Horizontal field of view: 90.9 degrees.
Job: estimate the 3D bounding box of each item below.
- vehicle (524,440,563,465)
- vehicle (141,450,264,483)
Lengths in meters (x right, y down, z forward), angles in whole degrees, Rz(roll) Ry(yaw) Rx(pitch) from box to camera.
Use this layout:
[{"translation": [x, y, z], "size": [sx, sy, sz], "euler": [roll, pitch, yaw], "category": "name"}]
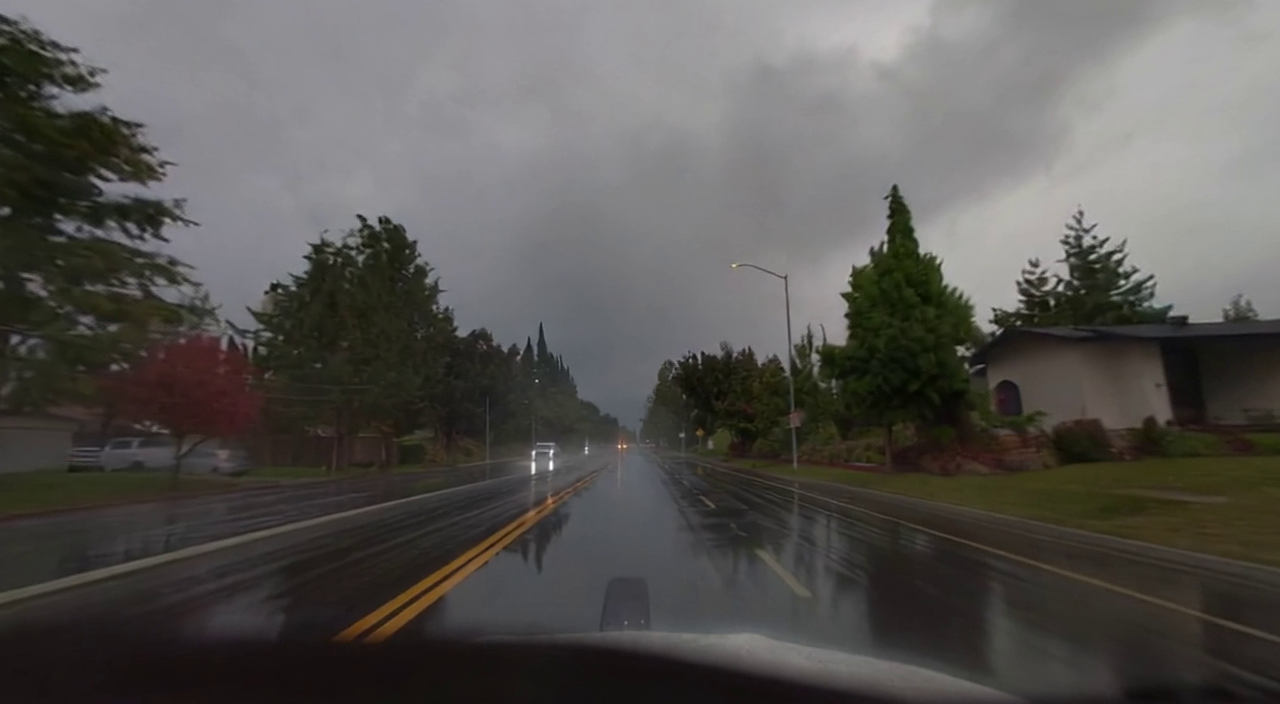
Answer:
[{"translation": [-7.190, 7.590, 47.599], "size": [2.146, 1.749, 4.534], "euler": [0, -8, 1], "category": "vehicle"}, {"translation": [-21.427, 5.608, 31.050], "size": [4.503, 1.529, 1.860], "euler": [1, -8, -7], "category": "vehicle"}]
